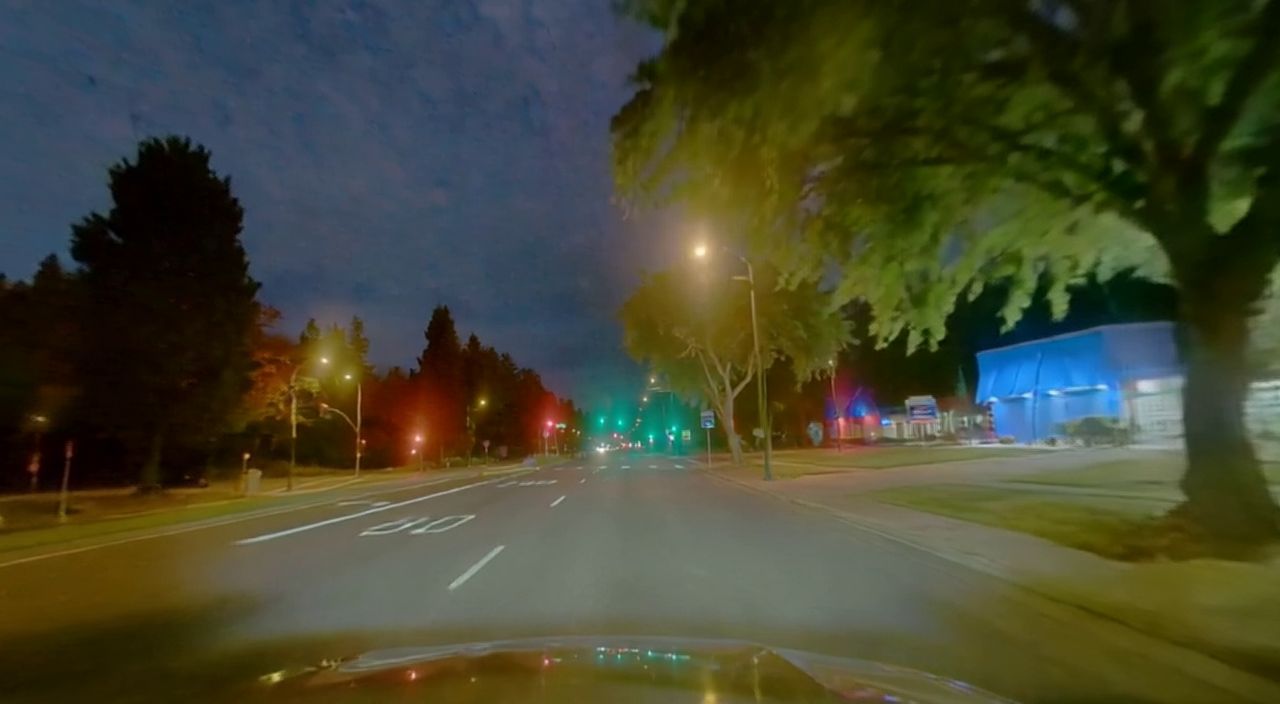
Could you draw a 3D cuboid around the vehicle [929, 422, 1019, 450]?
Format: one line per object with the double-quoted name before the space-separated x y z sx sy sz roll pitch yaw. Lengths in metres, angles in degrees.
"vehicle" 23.003 5.806 43.698 4.902 1.519 2.182 -5 -8 -1
